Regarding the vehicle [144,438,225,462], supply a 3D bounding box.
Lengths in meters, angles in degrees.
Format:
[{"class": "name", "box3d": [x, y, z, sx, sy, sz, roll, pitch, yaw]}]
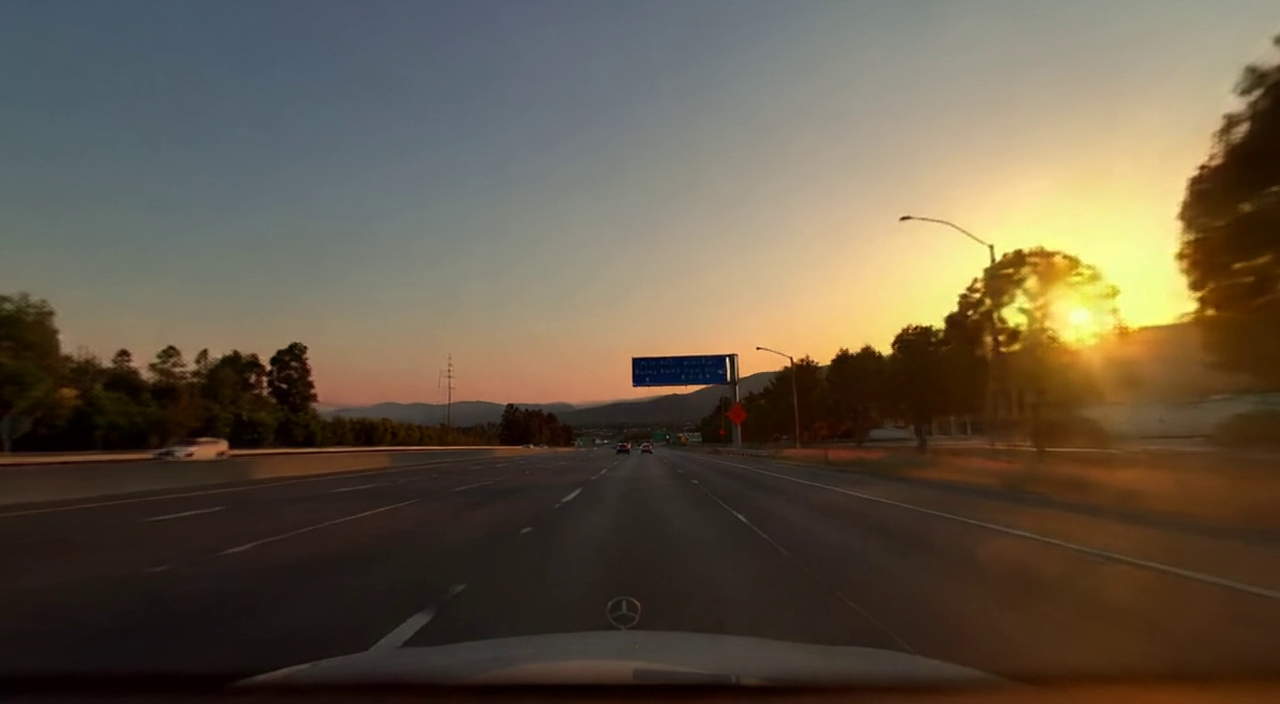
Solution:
[{"class": "vehicle", "box3d": [-35.957, 7.788, 49.935, 2.097, 1.760, 5.630, 0, -9, 1]}]
